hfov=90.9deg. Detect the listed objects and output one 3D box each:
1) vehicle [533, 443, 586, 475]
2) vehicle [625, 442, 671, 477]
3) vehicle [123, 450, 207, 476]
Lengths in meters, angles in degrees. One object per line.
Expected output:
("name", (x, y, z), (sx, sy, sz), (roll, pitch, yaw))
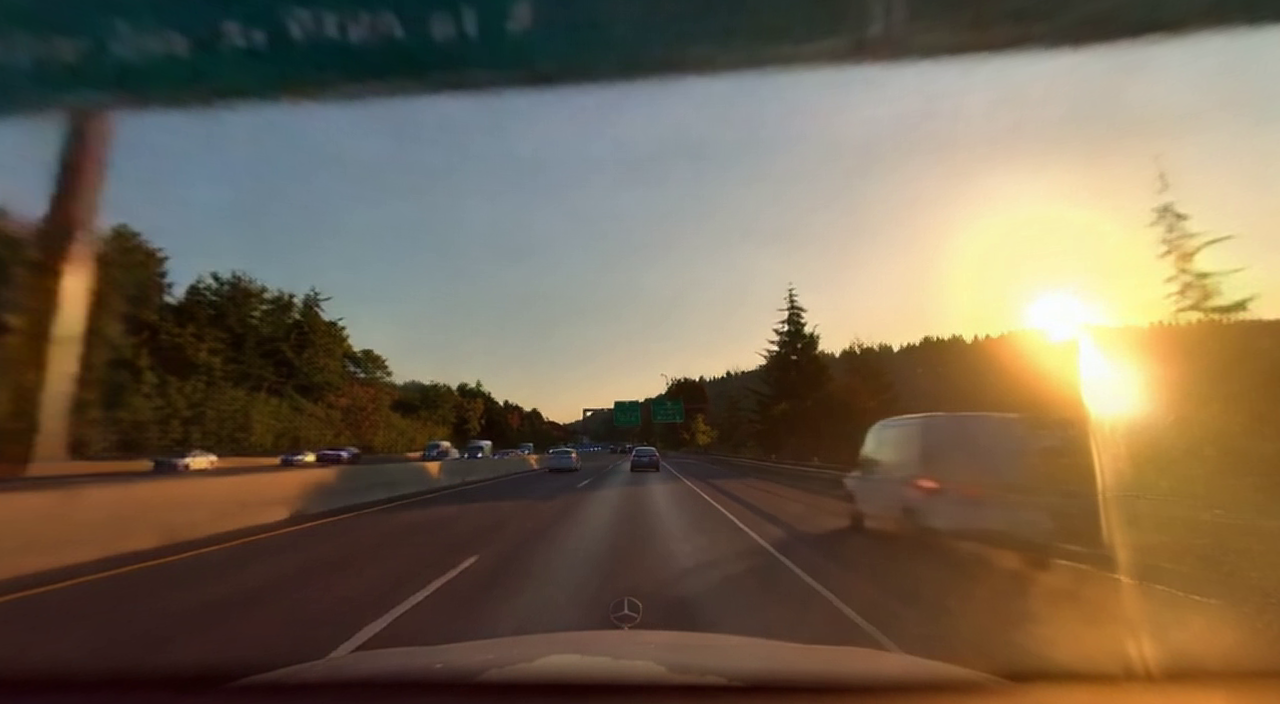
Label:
("vehicle", (-4.026, 5.449, 32.258), (2.081, 1.534, 4.543), (0, -9, 1))
("vehicle", (0.360, 4.874, 28.696), (1.960, 1.456, 3.818), (0, -9, 1))
("vehicle", (-29.403, 6.859, 39.194), (1.908, 1.496, 4.403), (0, -9, -2))
